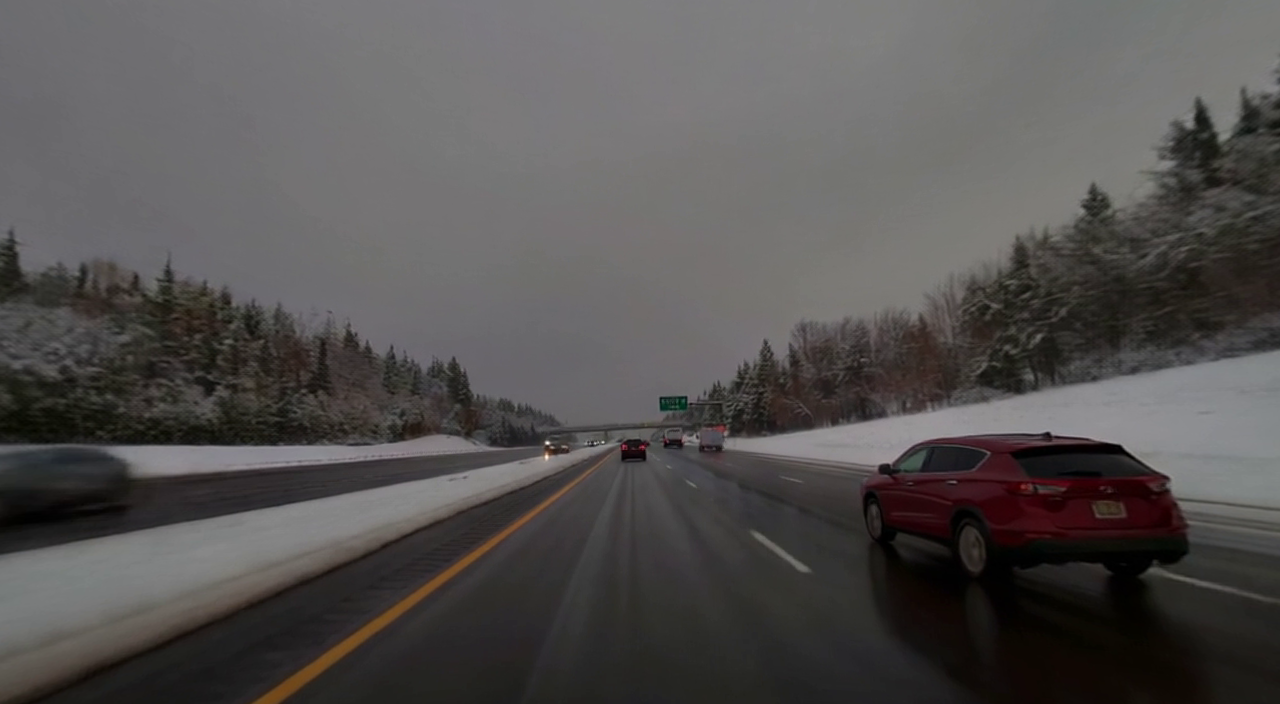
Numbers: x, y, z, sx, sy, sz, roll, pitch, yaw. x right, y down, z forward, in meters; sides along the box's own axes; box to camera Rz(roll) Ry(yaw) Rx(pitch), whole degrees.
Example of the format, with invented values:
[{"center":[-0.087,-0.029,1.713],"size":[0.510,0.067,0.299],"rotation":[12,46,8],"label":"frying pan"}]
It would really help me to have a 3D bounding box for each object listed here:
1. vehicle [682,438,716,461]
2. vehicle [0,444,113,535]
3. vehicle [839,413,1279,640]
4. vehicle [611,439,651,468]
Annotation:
[{"center":[4.214,6.972,45.392],"size":[1.995,1.556,3.893],"rotation":[0,-8,-2],"label":"vehicle"},{"center":[-11.277,2.210,10.025],"size":[1.949,1.422,4.500],"rotation":[0,-8,-1],"label":"vehicle"},{"center":[3.888,1.482,6.633],"size":[1.961,1.495,4.743],"rotation":[0,-8,-1],"label":"vehicle"},{"center":[-0.518,5.500,34.618],"size":[2.055,1.466,4.317],"rotation":[0,-8,-1],"label":"vehicle"}]
